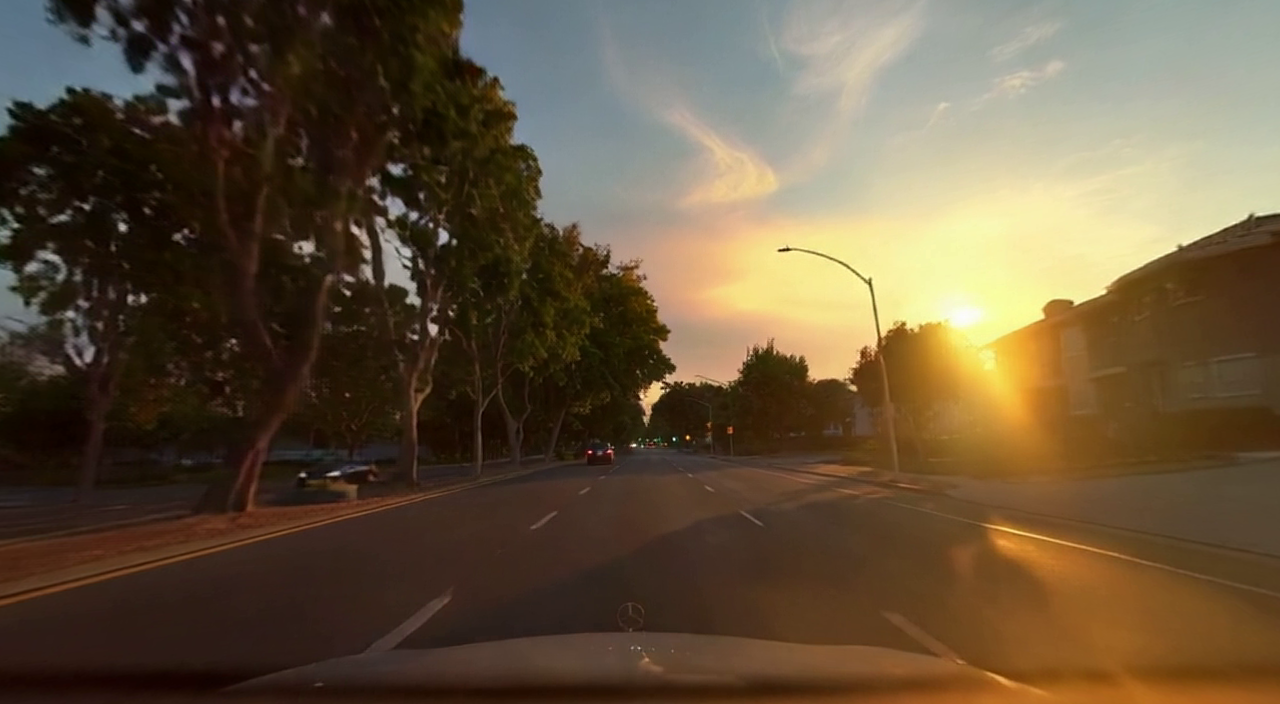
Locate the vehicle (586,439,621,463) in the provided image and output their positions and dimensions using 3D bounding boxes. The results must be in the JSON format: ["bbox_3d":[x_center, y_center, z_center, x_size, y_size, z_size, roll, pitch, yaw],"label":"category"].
[{"bbox_3d":[-2.720,7.519,47.990,2.283,1.716,4.395,0,-8,1],"label":"vehicle"}]
